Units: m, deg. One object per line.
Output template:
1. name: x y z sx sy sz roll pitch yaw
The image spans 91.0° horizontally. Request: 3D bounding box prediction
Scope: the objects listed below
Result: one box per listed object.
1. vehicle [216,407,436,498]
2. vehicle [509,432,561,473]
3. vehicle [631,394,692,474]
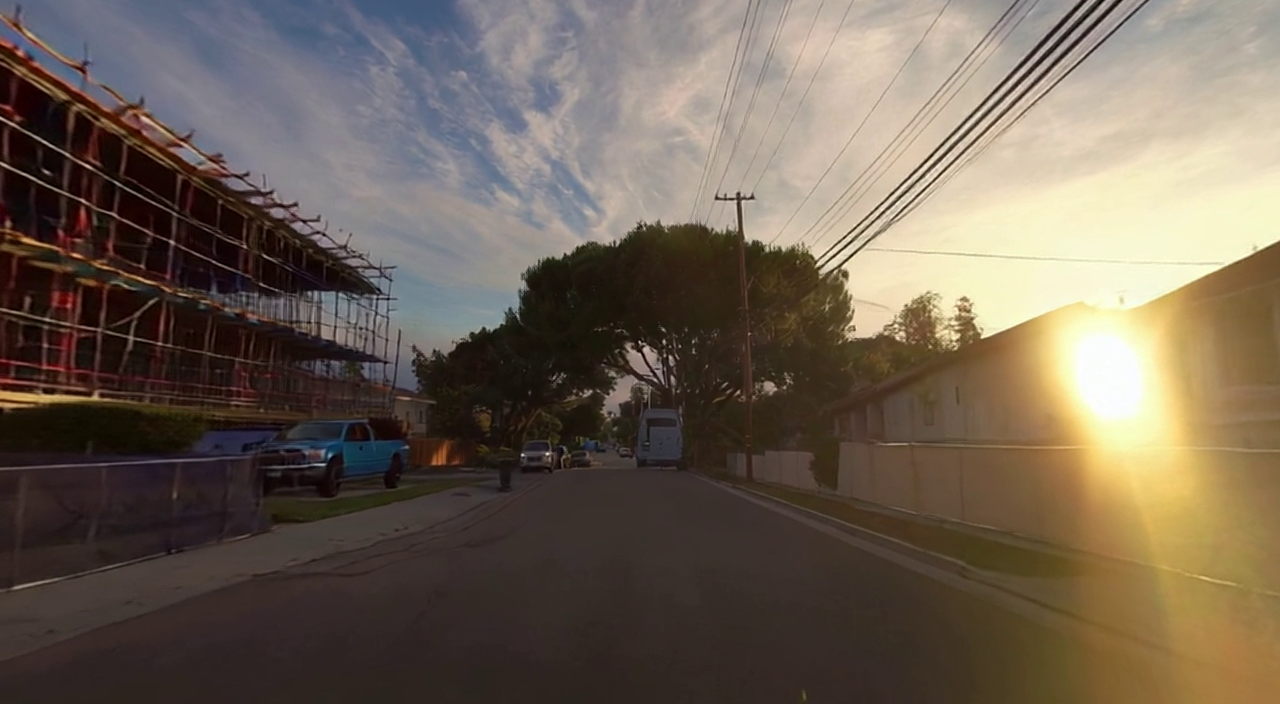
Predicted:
1. vehicle: -7.575 2.547 16.142 2.238 1.895 5.648 -1 -9 6
2. vehicle: -5.951 5.693 36.198 2.171 1.910 4.789 -1 -5 1
3. vehicle: 1.133 5.107 36.993 2.915 3.793 9.963 3 -11 1
